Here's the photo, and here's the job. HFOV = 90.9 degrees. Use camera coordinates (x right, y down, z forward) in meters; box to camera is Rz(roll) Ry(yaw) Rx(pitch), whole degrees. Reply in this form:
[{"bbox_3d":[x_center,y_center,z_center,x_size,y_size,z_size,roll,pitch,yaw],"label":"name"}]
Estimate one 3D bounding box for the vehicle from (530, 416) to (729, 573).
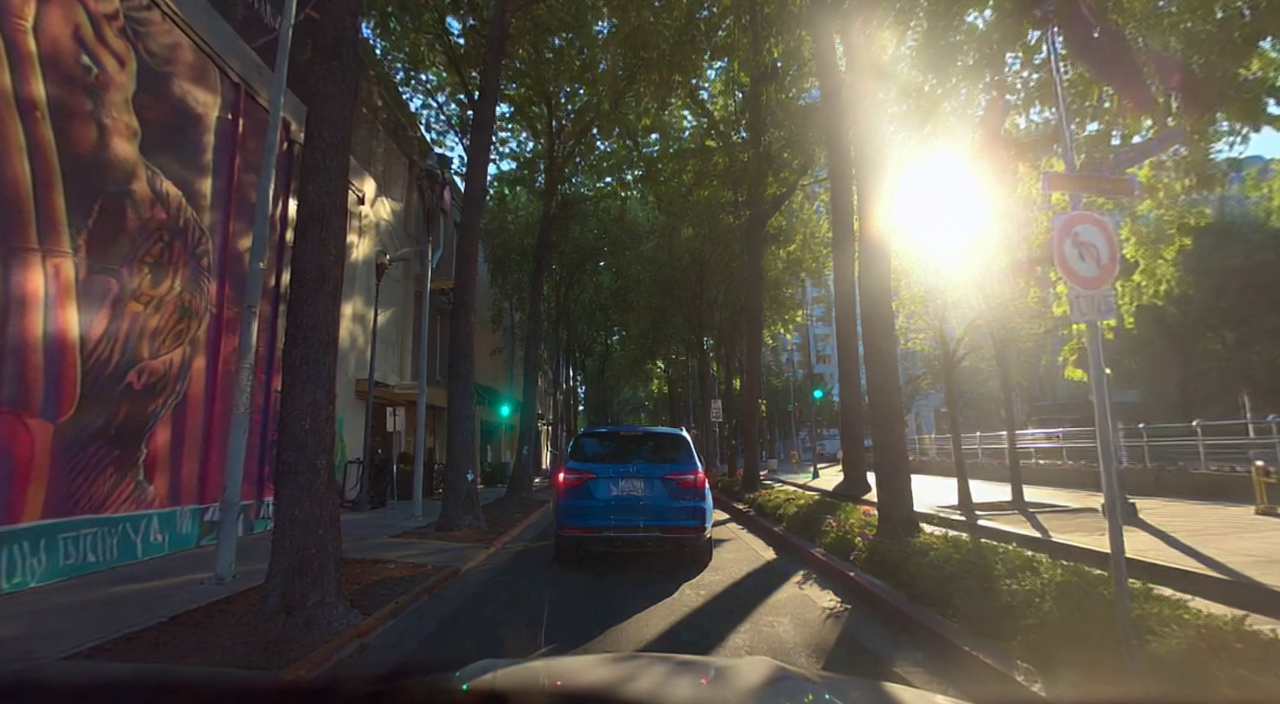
[{"bbox_3d":[-0.133,1.785,8.626,2.079,1.621,3.861,0,-8,-1],"label":"vehicle"}]
